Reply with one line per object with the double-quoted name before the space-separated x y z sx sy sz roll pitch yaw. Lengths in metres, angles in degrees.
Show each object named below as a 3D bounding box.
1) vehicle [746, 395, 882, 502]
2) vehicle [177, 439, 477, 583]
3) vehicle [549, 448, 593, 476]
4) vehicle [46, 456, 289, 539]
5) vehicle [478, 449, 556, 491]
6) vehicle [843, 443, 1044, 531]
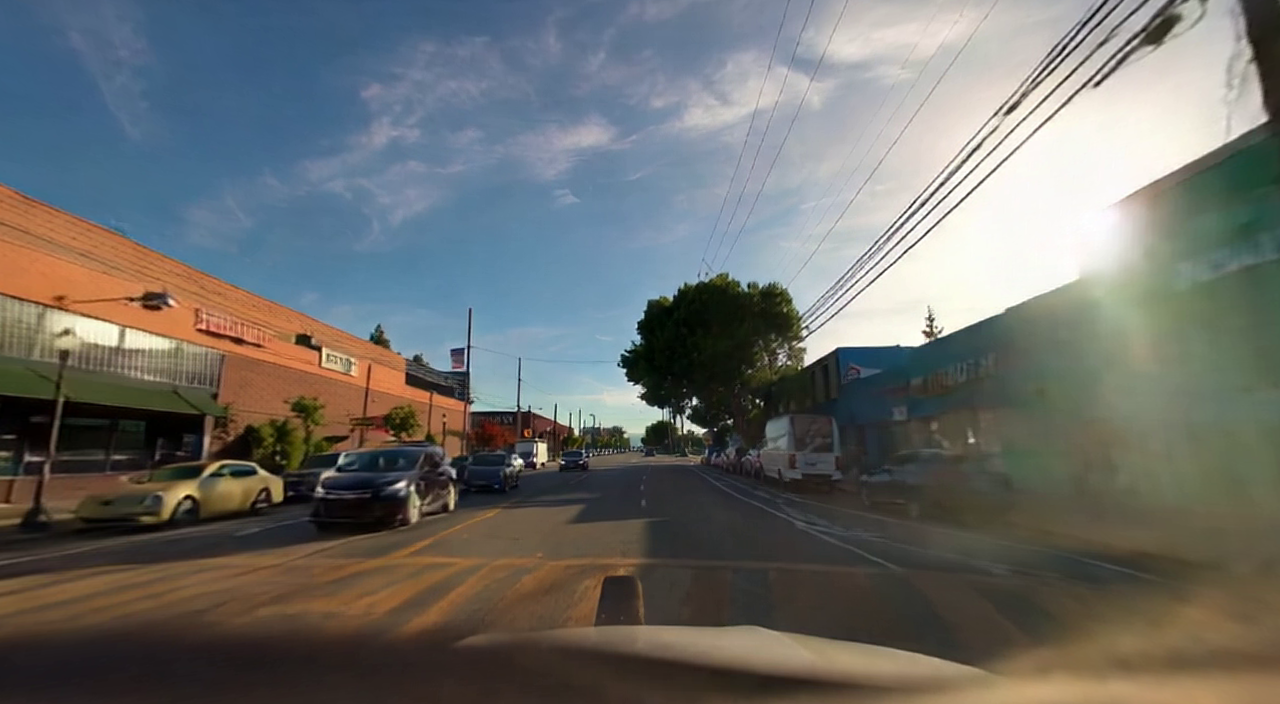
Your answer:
"vehicle" 5.910 3.465 22.969 2.815 3.203 7.558 0 -8 0
"vehicle" -3.870 2.002 8.864 2.050 1.505 4.219 0 -8 0
"vehicle" -3.959 6.381 36.888 1.925 1.479 4.444 0 -8 2
"vehicle" -10.011 3.062 13.936 1.978 1.452 4.263 0 -8 1
"vehicle" -4.730 4.579 25.023 1.845 1.469 4.413 -1 -8 5
"vehicle" 6.491 2.880 14.188 1.963 1.646 4.204 1 -9 -8
